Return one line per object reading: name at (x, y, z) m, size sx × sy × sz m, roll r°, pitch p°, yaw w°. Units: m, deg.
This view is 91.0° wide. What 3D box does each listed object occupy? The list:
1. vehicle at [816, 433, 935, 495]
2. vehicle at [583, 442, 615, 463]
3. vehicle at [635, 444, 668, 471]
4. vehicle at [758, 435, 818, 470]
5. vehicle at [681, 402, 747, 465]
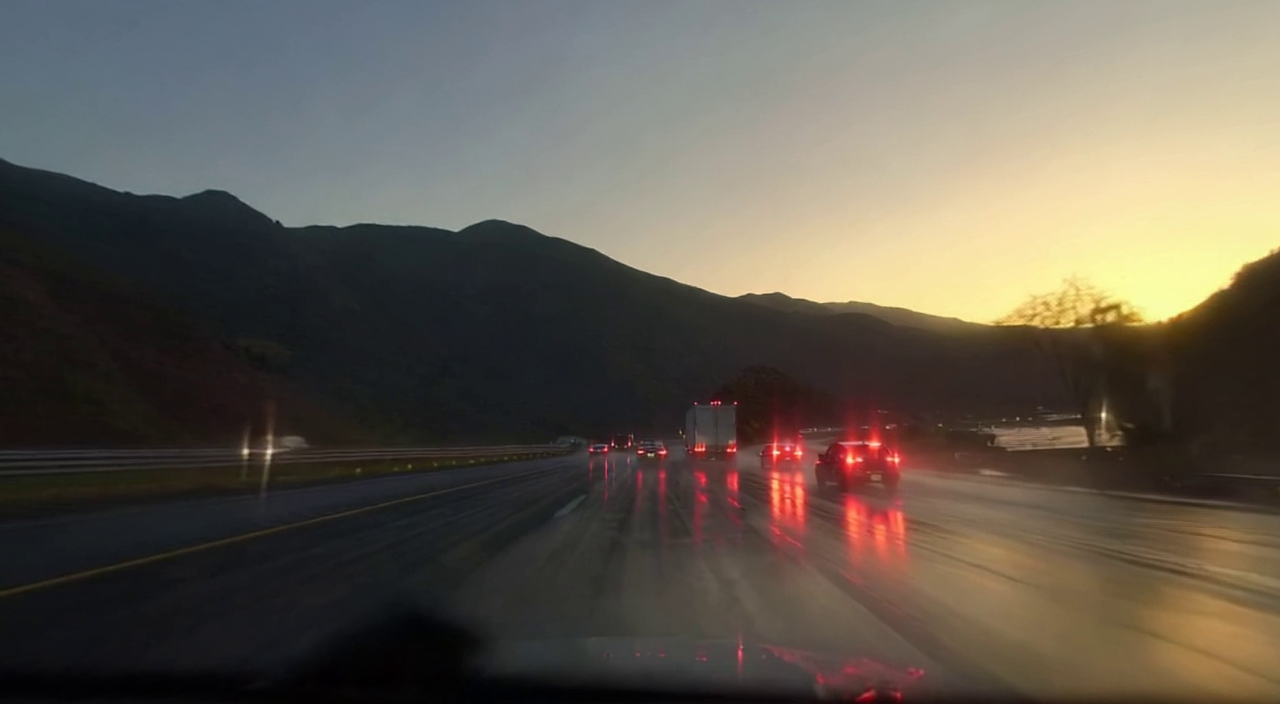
vehicle at (7.135, 3.442, 19.692) m, size 2.044 × 1.676 × 4.421 m, roll 0°, pitch -9°, yaw 1°
vehicle at (-3.080, 7.580, 47.778) m, size 2.132 × 1.506 × 4.256 m, roll 0°, pitch -9°, yaw 0°
vehicle at (0.650, 6.232, 37.463) m, size 1.866 × 1.492 × 3.932 m, roll 0°, pitch -9°, yaw 0°
vehicle at (8.054, 5.536, 34.698) m, size 2.143 × 1.775 × 4.729 m, roll 0°, pitch -9°, yaw 0°
vehicle at (4.643, 5.536, 41.848) m, size 3.130 × 3.607 × 11.129 m, roll 0°, pitch -9°, yaw 0°
